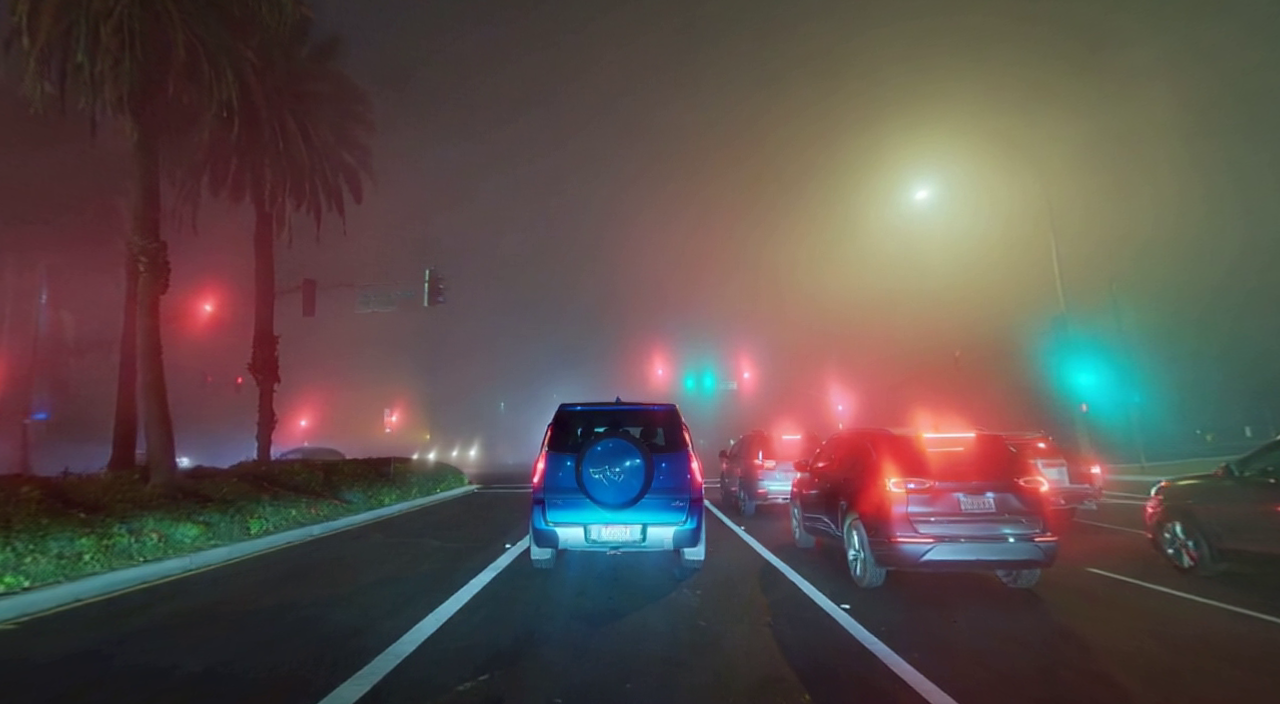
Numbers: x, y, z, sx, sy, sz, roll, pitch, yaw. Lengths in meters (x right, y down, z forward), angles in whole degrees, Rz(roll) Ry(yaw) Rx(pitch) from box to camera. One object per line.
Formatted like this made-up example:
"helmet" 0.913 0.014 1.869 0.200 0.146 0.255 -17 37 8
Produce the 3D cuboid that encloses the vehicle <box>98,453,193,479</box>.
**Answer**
"vehicle" -37.012 8.527 47.093 5.347 1.785 2.123 0 -8 1

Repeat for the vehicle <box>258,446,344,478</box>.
"vehicle" -19.863 6.437 37.118 2.119 1.786 5.252 0 -9 0

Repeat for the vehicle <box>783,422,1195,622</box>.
"vehicle" 3.120 1.605 6.990 1.971 1.473 4.495 0 -8 0

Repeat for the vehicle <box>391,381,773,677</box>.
"vehicle" -0.334 1.312 5.698 2.172 1.694 4.055 0 -9 0
